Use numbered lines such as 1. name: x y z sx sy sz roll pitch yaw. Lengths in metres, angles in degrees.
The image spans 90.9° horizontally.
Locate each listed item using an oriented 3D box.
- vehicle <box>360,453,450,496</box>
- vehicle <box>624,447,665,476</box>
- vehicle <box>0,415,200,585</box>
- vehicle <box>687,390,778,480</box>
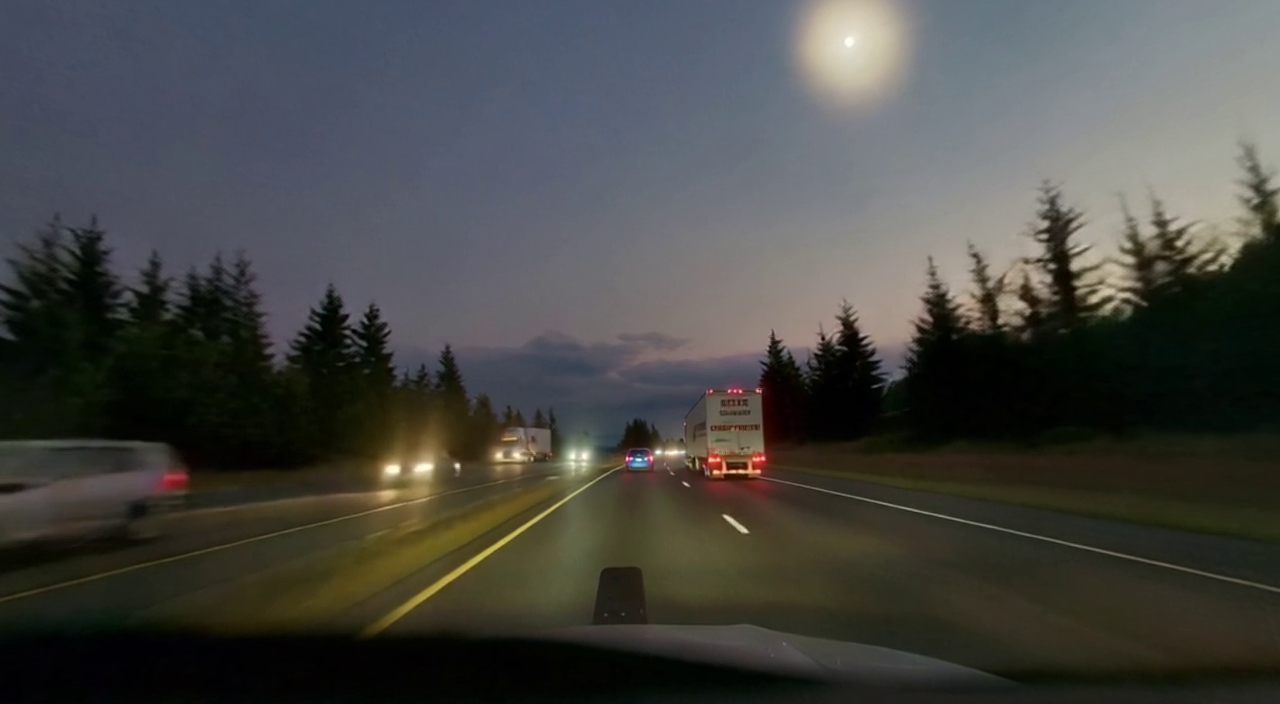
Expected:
1. vehicle: -8.838 4.622 24.091 1.932 1.454 3.853 0 -9 0
2. vehicle: 0.235 5.854 33.928 2.074 1.475 3.960 0 -9 0
3. vehicle: -8.488 1.765 7.638 2.252 1.923 5.541 0 -9 0
4. vehicle: 4.697 4.869 35.681 2.909 4.074 14.457 0 -9 0
